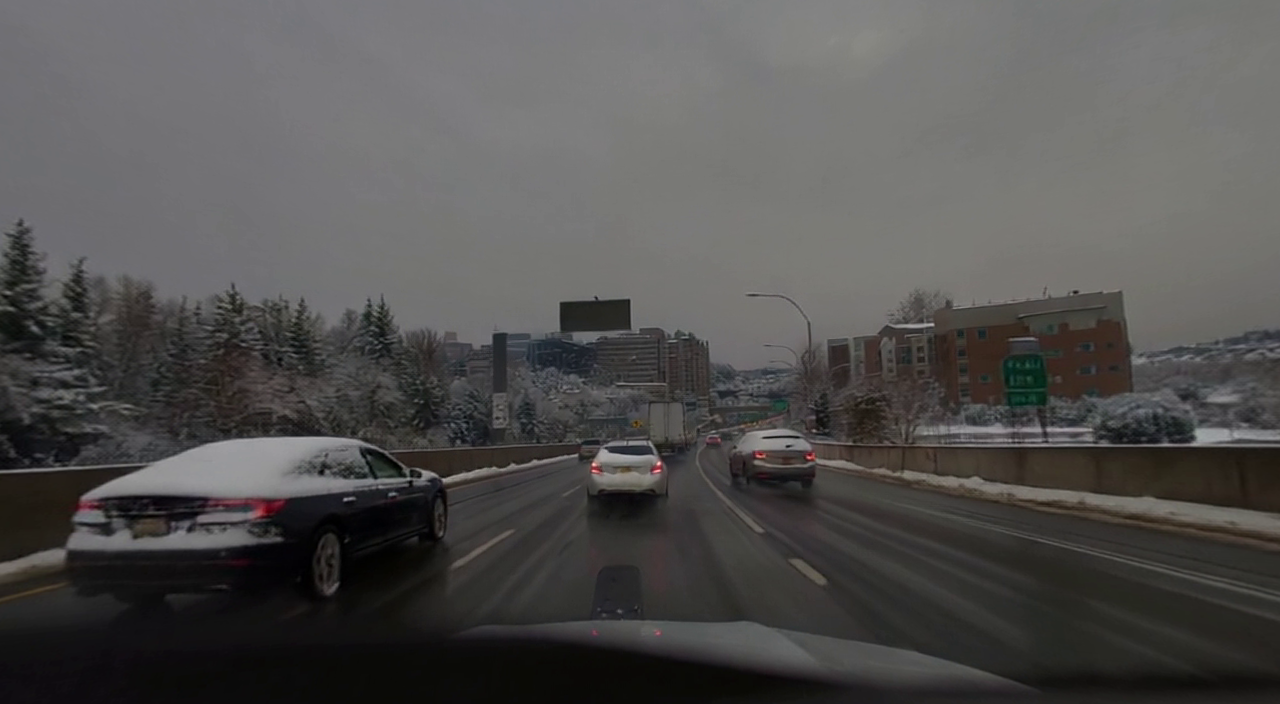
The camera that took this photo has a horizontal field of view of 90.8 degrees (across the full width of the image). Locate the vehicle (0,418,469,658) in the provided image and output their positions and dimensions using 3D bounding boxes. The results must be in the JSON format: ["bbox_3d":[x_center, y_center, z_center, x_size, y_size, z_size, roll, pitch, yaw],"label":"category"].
[{"bbox_3d":[-3.601,1.541,6.516,2.130,1.474,5.027,-1,-9,2],"label":"vehicle"}]

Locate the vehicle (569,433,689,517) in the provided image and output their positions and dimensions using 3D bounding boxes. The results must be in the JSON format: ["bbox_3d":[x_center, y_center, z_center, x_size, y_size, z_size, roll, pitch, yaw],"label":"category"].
[{"bbox_3d":[-0.165,2.490,13.286,2.136,1.470,3.971,-1,-9,1],"label":"vehicle"}]

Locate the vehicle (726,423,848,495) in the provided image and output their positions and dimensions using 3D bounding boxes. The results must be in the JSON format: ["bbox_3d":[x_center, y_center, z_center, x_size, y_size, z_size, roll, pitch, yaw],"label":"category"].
[{"bbox_3d":[3.766,2.849,17.159,2.166,1.666,4.618,0,-9,0],"label":"vehicle"}]
